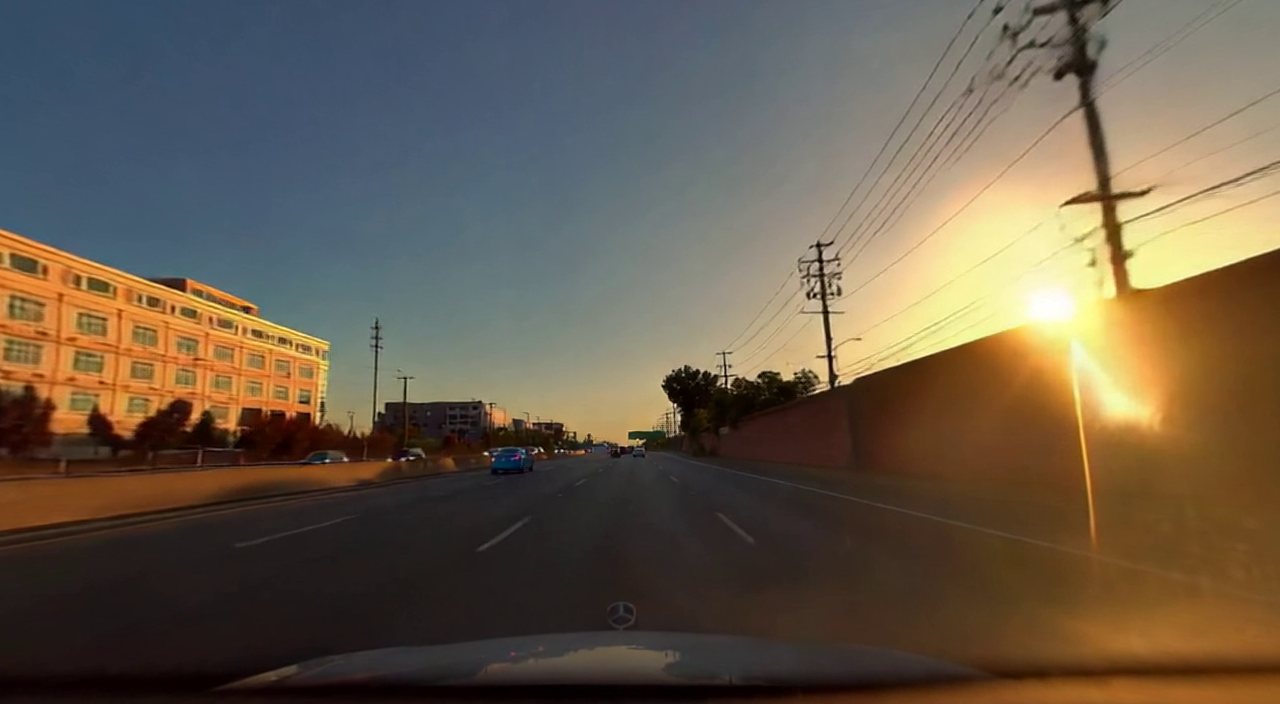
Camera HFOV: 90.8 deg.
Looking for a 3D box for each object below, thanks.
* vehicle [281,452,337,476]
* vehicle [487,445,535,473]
[{"bbox_3d":[-25.778,8.723,49.399,1.942,1.662,4.631,0,-8,-1],"label":"vehicle"},{"bbox_3d":[-7.725,6.402,38.149,2.013,1.574,3.923,0,-8,0],"label":"vehicle"}]
